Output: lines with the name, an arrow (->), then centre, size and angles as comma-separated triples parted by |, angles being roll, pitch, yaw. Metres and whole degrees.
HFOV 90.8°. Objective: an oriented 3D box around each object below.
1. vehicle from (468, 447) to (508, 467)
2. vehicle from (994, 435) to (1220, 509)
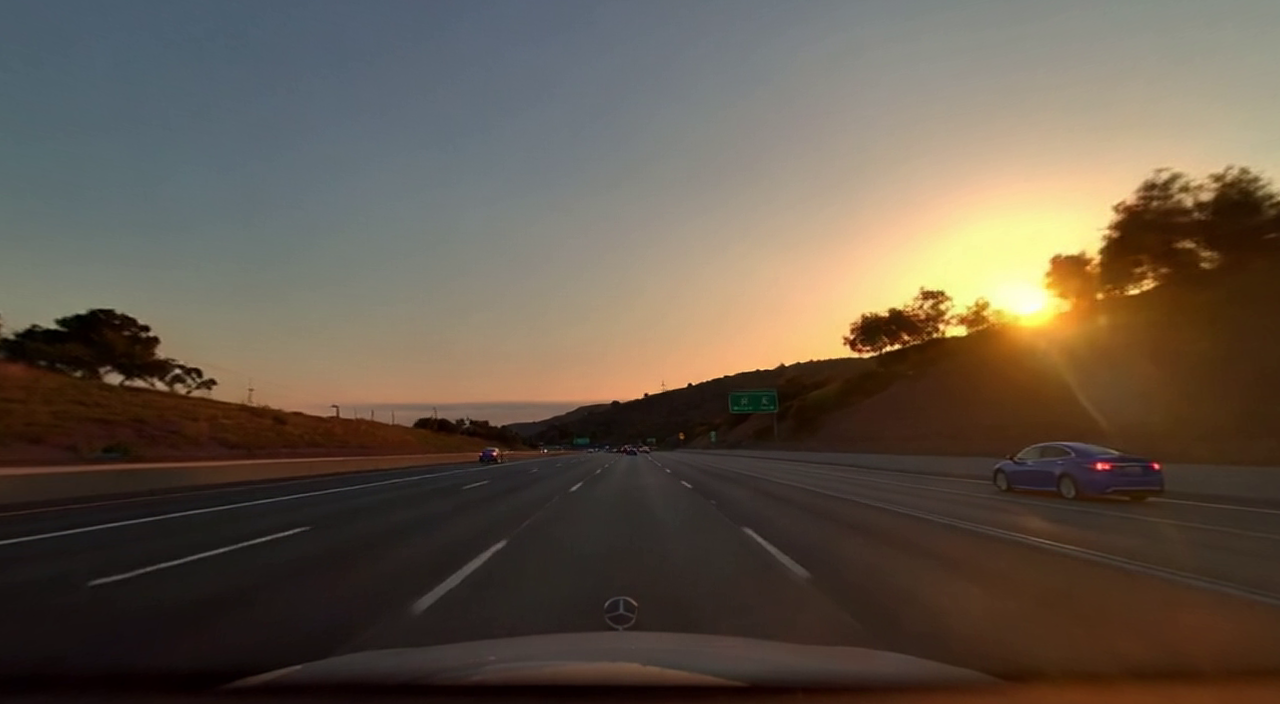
vehicle -> -11.393, 7.884, 47.735 | 1.921, 1.452, 4.429 | 0, -9, 0
vehicle -> 10.909, 2.819, 15.306 | 1.985, 1.493, 4.486 | 0, -9, -1
